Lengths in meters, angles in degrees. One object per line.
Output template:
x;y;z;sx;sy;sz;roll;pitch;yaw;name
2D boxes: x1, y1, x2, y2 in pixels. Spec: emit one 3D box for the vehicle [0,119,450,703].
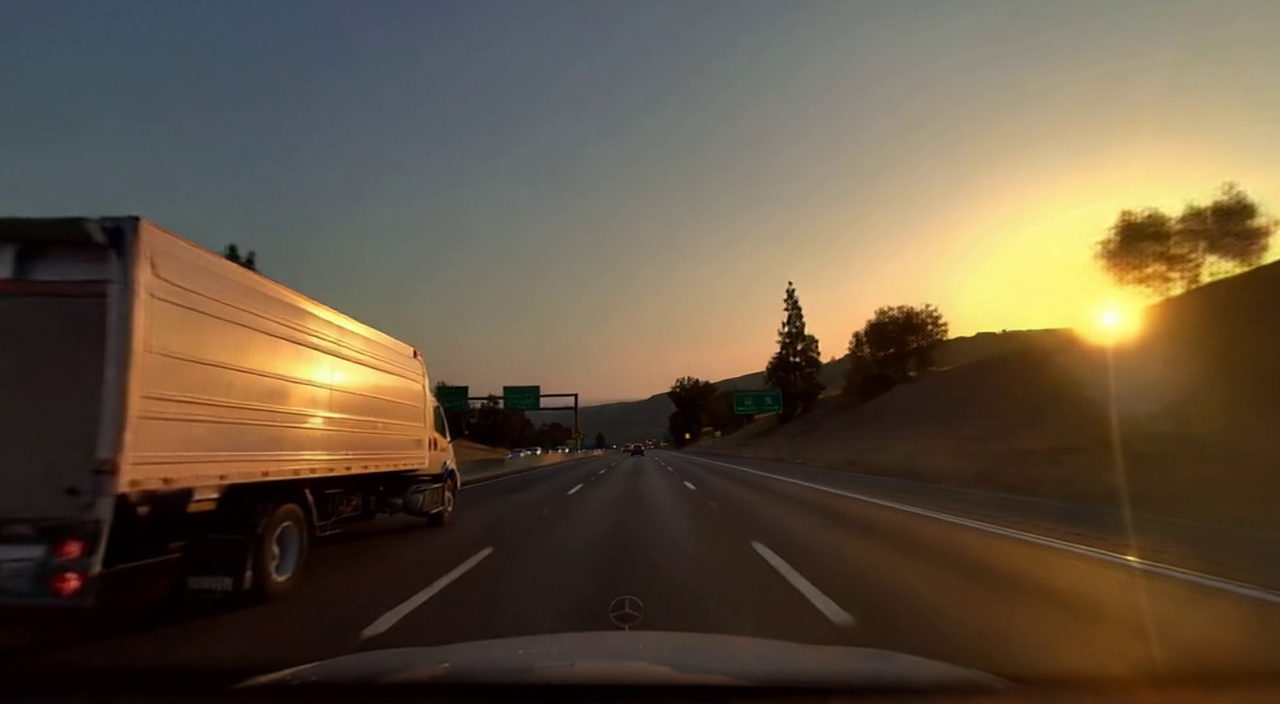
-3.924;0.747;5.490;2.443;2.586;6.701;0;-8;0;vehicle
